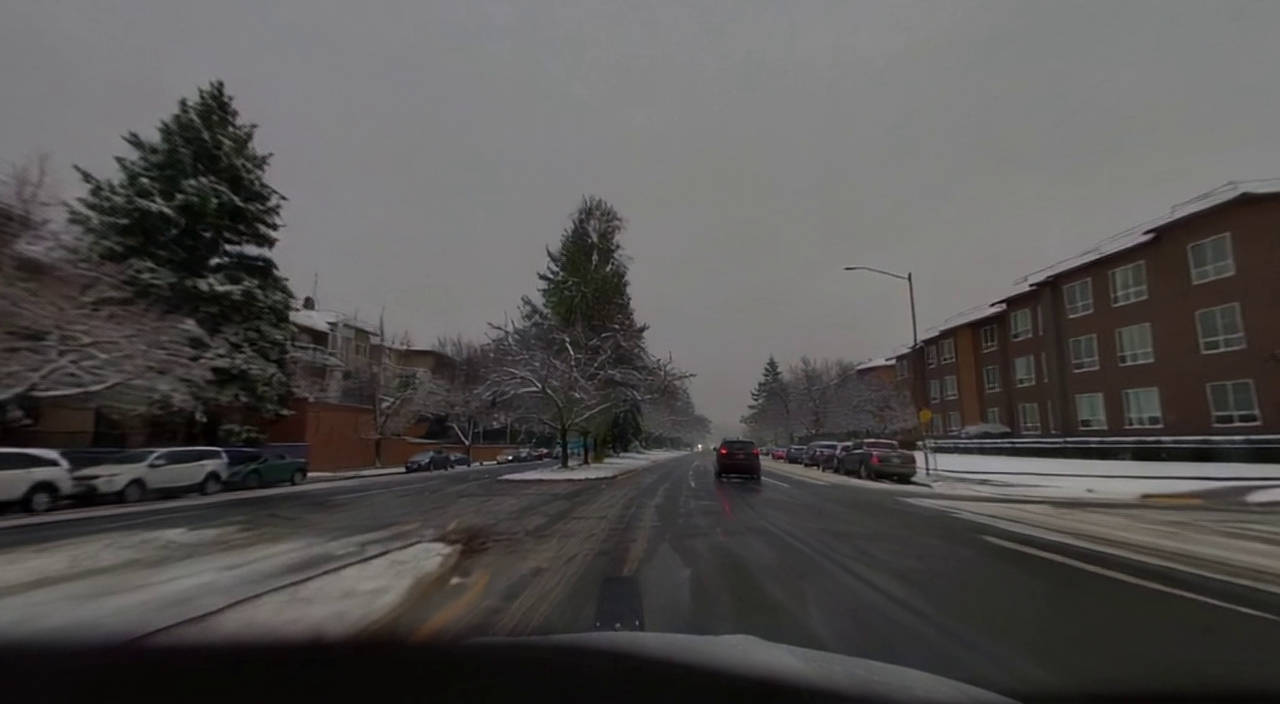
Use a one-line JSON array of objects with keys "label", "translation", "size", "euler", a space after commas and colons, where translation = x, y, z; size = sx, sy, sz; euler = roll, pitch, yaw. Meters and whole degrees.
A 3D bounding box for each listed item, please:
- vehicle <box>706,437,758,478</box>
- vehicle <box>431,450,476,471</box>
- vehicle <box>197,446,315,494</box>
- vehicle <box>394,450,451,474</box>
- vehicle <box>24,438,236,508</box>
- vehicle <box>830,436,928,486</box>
[{"label": "vehicle", "translation": [4.314, 5.027, 30.378], "size": [2.085, 1.763, 4.490], "euler": [-1, -8, 3]}, {"label": "vehicle", "translation": [-14.694, 8.557, 49.984], "size": [1.822, 1.478, 4.275], "euler": [-1, -8, 6]}, {"label": "vehicle", "translation": [-16.351, 5.007, 27.246], "size": [2.014, 1.734, 4.651], "euler": [-2, -7, 3]}, {"label": "vehicle", "translation": [-15.193, 7.693, 44.426], "size": [2.002, 1.510, 4.755], "euler": [-1, -8, 4]}, {"label": "vehicle", "translation": [-16.810, 3.978, 21.451], "size": [2.194, 2.022, 5.828], "euler": [0, -8, 2]}, {"label": "vehicle", "translation": [10.574, 4.869, 28.600], "size": [2.460, 2.002, 5.900], "euler": [-1, -8, 4]}]
